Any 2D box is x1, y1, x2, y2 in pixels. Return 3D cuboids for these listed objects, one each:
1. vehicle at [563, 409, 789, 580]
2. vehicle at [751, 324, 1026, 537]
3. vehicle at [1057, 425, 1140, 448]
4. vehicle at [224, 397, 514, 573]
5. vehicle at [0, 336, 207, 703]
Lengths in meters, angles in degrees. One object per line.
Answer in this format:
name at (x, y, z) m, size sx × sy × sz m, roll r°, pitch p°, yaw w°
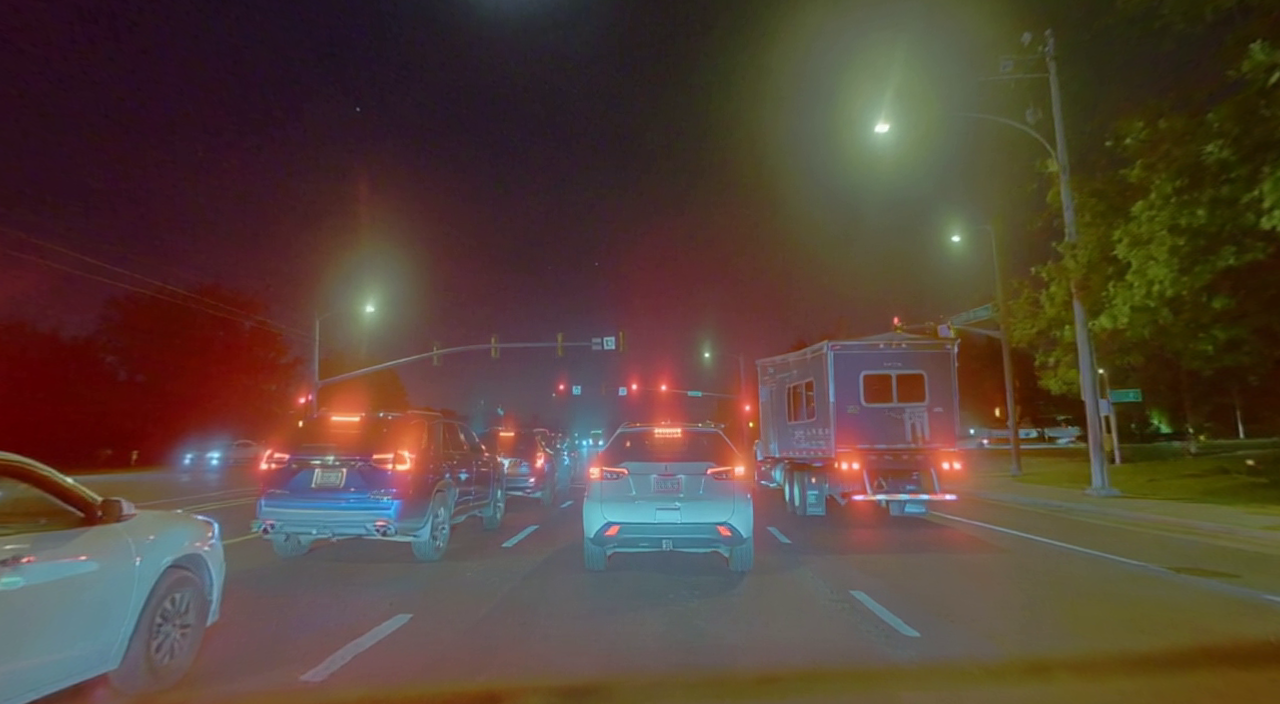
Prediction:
vehicle at (0.354, 1.701, 8.309) m, size 2.189 × 1.649 × 4.171 m, roll 0°, pitch -9°, yaw 0°
vehicle at (3.683, 1.403, 11.010) m, size 2.531 × 2.750 × 5.595 m, roll 0°, pitch -9°, yaw 1°
vehicle at (33.170, 6.159, 45.876) m, size 4.671 × 1.595 × 1.824 m, roll -6°, pitch -10°, yaw 31°
vehicle at (-3.267, 1.716, 8.851) m, size 2.085 × 1.812 × 4.388 m, roll 0°, pitch -9°, yaw 0°
vehicle at (-3.434, 0.670, 1.476) m, size 1.952 × 1.730 × 4.116 m, roll 0°, pitch -9°, yaw -1°
